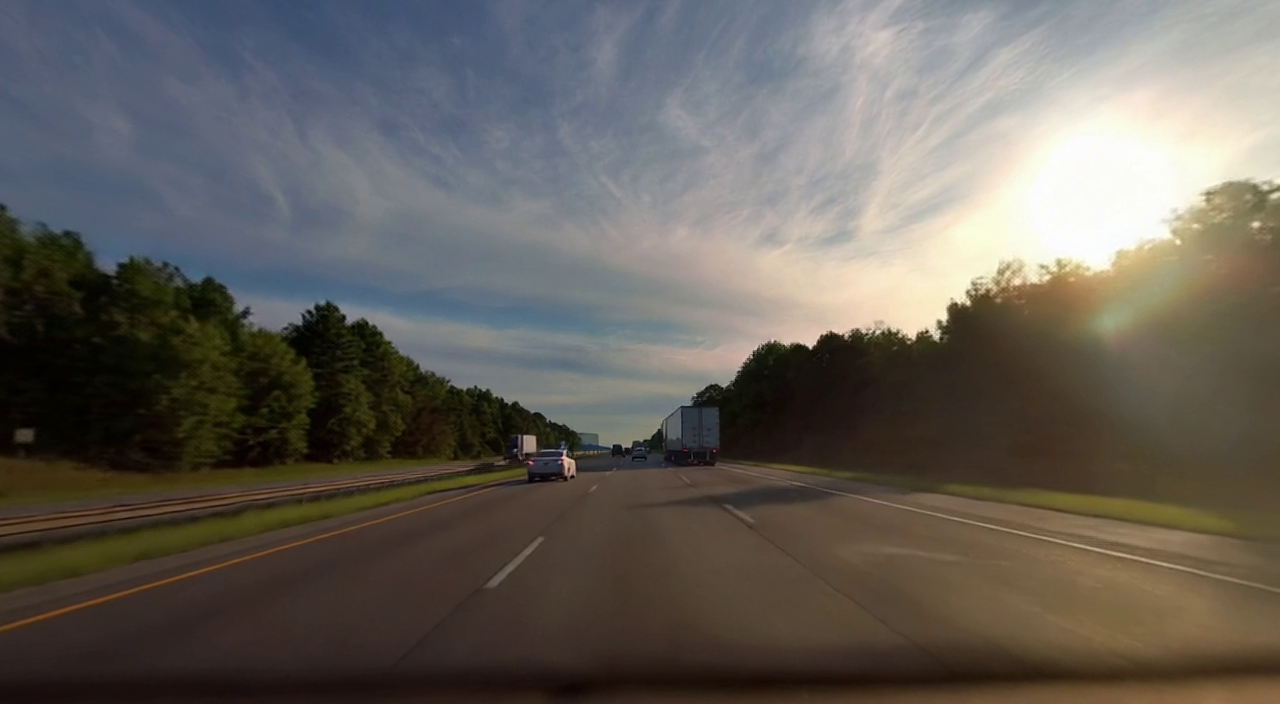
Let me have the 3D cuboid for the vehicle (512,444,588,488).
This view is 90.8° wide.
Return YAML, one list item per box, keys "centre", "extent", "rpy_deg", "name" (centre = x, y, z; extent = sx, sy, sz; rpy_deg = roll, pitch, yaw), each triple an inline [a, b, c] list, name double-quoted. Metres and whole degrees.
- centre: [-3.174, 4.134, 23.194]
  extent: [2.121, 1.445, 4.651]
  rpy_deg: [0, -9, 0]
  name: "vehicle"
